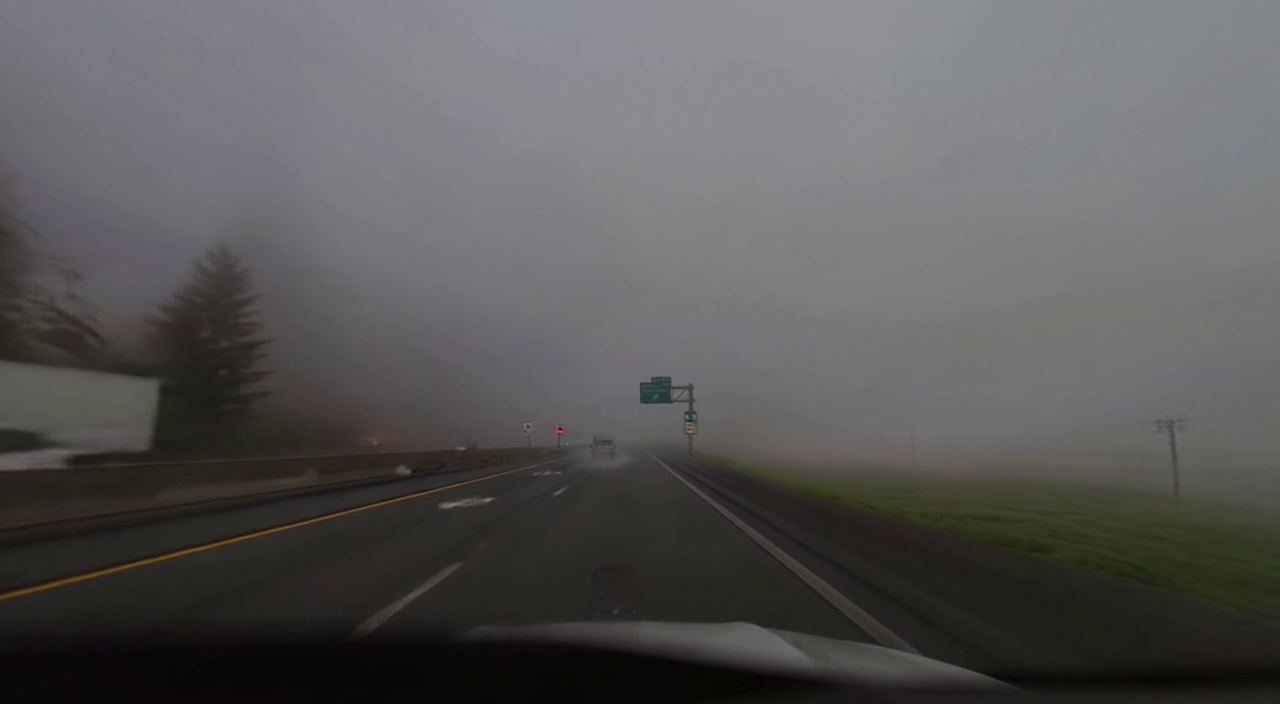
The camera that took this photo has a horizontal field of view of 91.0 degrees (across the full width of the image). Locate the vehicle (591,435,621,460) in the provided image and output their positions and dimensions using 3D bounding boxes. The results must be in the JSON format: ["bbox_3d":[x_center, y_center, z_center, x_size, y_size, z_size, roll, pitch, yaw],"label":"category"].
[{"bbox_3d":[-2.526,7.281,48.043,2.188,1.825,4.282,0,-8,-1],"label":"vehicle"}]

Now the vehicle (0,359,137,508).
[{"bbox_3d":[-17.698,2.073,15.889,2.869,3.747,8.541,0,-8,0],"label":"vehicle"}]
